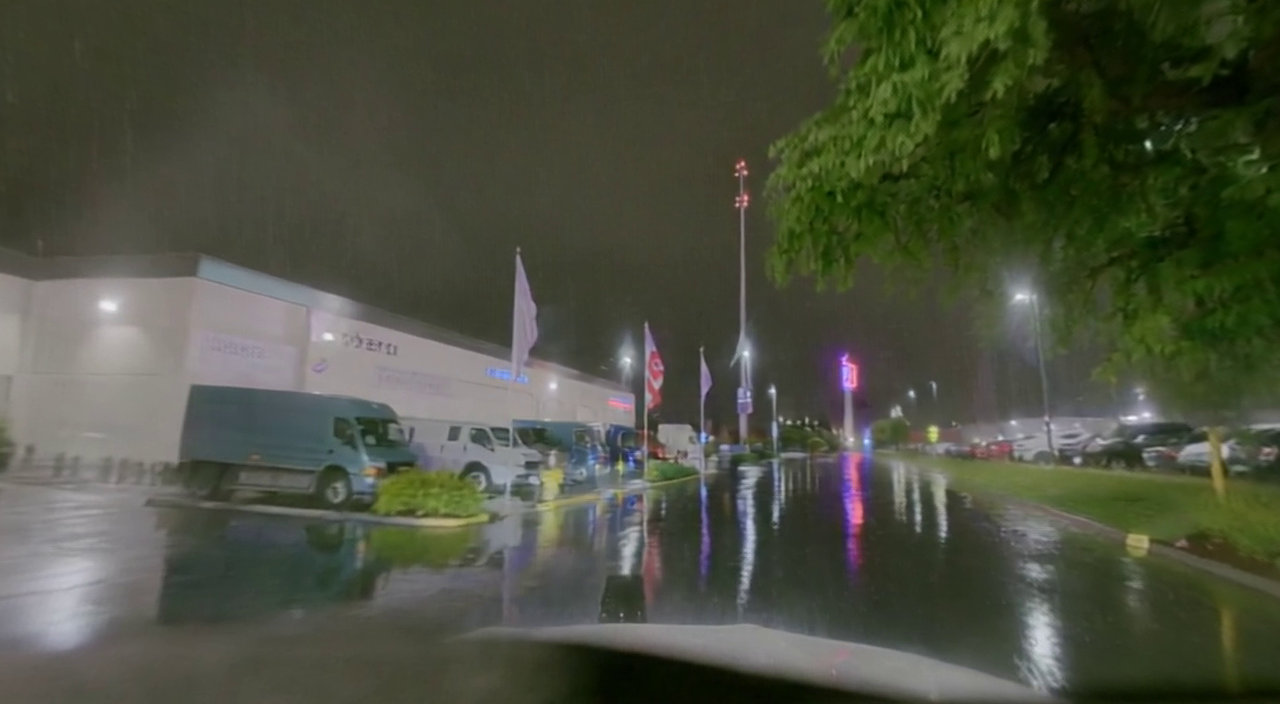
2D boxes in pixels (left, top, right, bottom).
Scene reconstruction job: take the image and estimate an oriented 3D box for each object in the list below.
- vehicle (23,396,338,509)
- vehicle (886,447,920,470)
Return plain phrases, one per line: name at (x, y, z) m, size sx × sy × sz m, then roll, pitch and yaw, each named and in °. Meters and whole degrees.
vehicle at (-10.300, 2.178, 14.182) m, size 6.632 × 2.126 × 2.228 m, roll -3°, pitch -7°, yaw 20°
vehicle at (20.335, 8.182, 48.983) m, size 2.026 × 1.659 × 4.314 m, roll -3°, pitch -9°, yaw 18°
